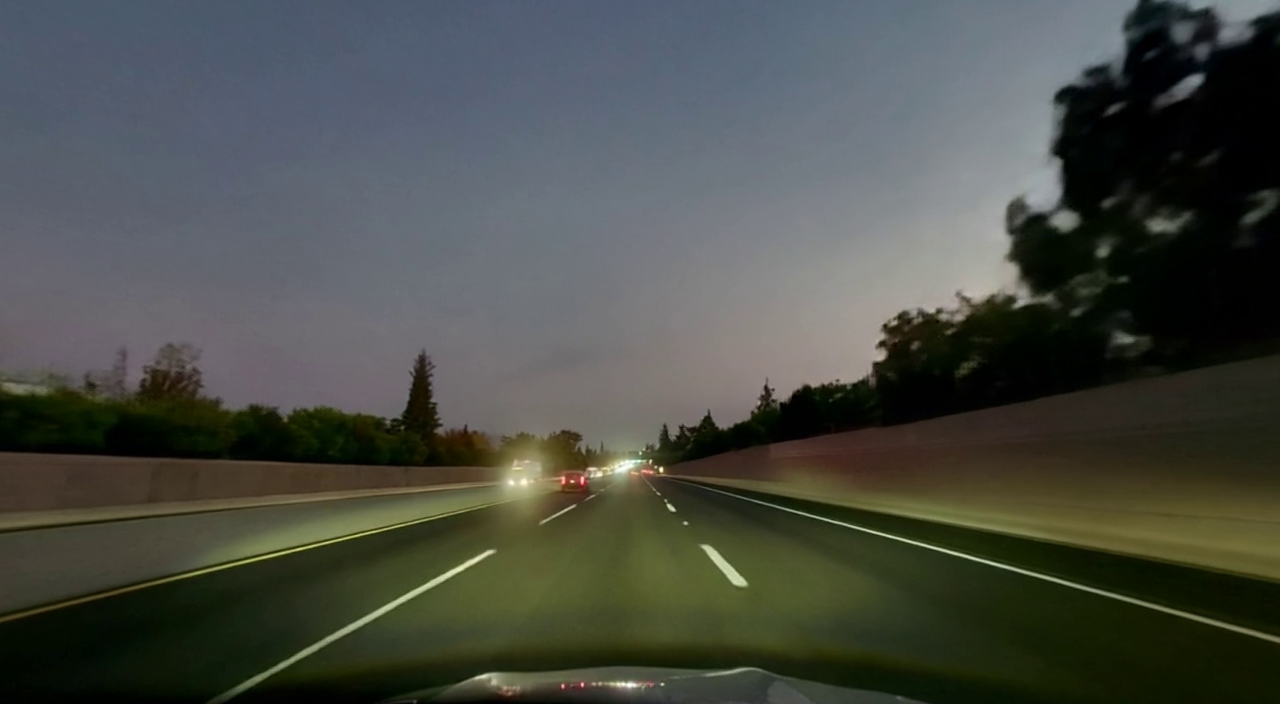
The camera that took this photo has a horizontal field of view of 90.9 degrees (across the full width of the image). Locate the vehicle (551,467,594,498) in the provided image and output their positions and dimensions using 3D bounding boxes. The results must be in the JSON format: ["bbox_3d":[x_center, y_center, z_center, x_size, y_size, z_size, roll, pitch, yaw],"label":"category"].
[{"bbox_3d":[-3.514,6.852,33.278,1.863,1.486,3.852,1,-10,-1],"label":"vehicle"}]
